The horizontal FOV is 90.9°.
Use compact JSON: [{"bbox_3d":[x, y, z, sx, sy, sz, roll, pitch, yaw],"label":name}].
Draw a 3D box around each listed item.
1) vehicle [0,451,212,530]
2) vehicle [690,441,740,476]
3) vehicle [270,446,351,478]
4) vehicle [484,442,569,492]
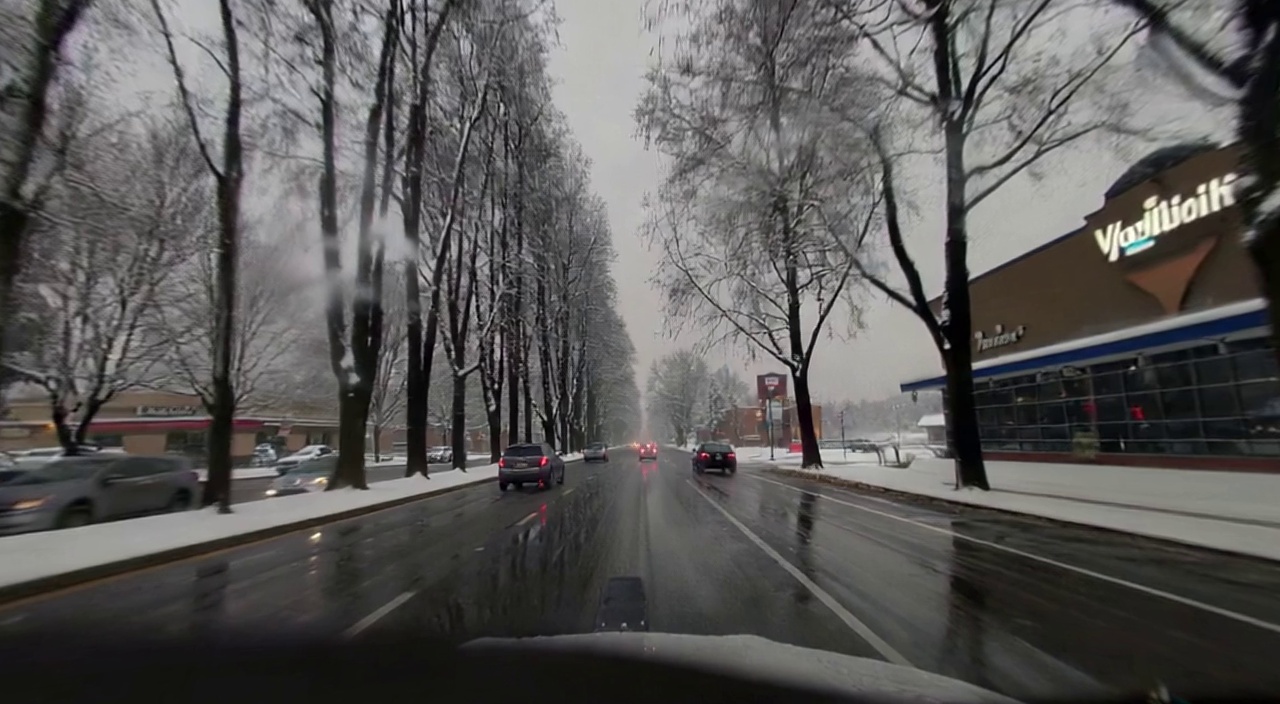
[{"bbox_3d":[-12.336,3.011,14.349,1.970,1.458,4.473,0,-8,1],"label":"vehicle"},{"bbox_3d":[3.547,5.101,30.421,1.922,1.579,3.642,0,-8,-1],"label":"vehicle"},{"bbox_3d":[-22.638,7.544,43.647,2.235,2.061,5.936,0,-8,2],"label":"vehicle"},{"bbox_3d":[-3.673,3.804,21.251,1.908,1.481,4.536,0,-8,1],"label":"vehicle"}]
